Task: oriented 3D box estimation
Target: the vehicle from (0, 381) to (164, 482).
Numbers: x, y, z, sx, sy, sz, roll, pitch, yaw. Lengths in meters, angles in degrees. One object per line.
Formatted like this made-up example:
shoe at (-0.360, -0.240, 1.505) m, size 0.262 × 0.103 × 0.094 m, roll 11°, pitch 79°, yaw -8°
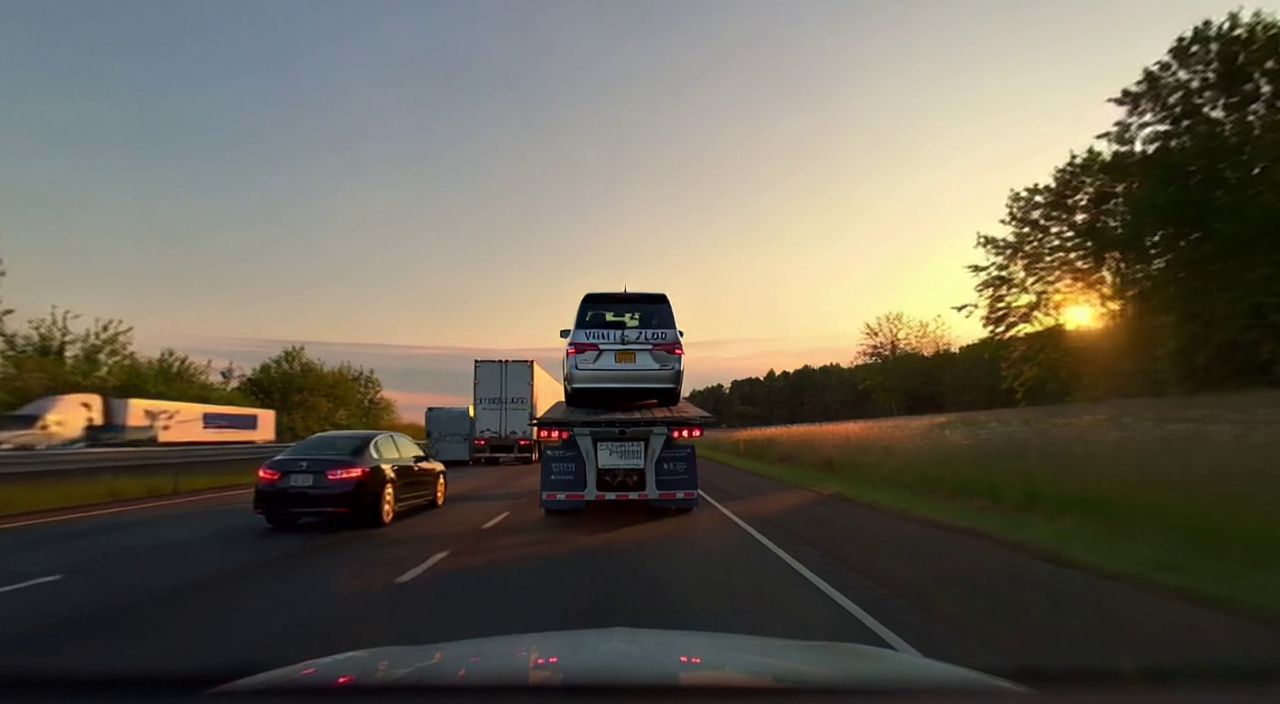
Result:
vehicle at (-24.846, 3.444, 27.230) m, size 2.977 × 3.792 × 7.060 m, roll 0°, pitch -8°, yaw -1°

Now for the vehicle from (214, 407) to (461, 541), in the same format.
vehicle at (-4.440, 1.823, 10.177) m, size 1.914 × 1.675 × 4.331 m, roll 0°, pitch -7°, yaw -1°

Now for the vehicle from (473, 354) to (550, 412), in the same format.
vehicle at (-4.694, 1.273, 23.716) m, size 2.118 × 1.799 × 4.591 m, roll 0°, pitch -7°, yaw -3°

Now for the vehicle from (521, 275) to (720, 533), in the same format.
vehicle at (-0.421, 1.287, 13.492) m, size 2.738 × 3.628 × 9.223 m, roll 0°, pitch -7°, yaw -2°
